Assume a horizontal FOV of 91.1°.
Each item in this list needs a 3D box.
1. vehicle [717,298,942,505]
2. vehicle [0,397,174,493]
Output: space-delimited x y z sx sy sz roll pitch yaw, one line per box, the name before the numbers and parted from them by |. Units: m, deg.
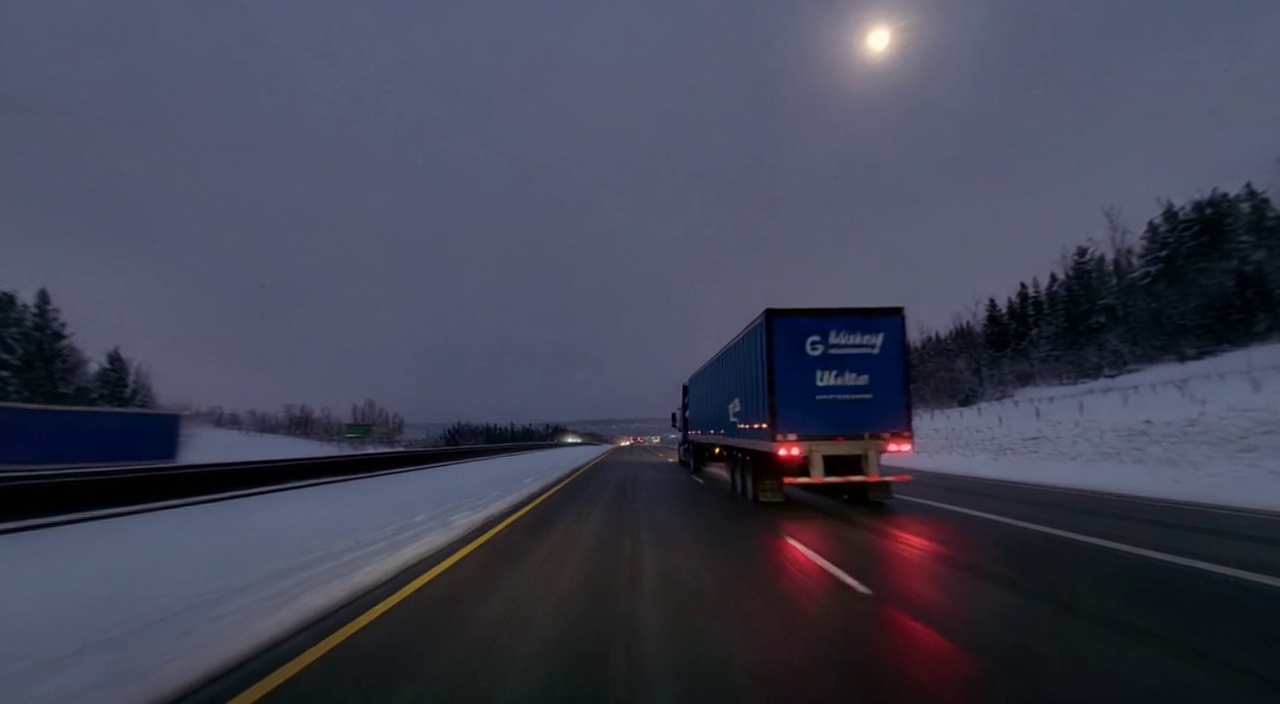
vehicle | 4.027 1.444 15.971 2.888 3.866 8.380 0 -8 -1
vehicle | -29.203 4.291 29.165 2.918 4.122 14.289 -1 -8 6
